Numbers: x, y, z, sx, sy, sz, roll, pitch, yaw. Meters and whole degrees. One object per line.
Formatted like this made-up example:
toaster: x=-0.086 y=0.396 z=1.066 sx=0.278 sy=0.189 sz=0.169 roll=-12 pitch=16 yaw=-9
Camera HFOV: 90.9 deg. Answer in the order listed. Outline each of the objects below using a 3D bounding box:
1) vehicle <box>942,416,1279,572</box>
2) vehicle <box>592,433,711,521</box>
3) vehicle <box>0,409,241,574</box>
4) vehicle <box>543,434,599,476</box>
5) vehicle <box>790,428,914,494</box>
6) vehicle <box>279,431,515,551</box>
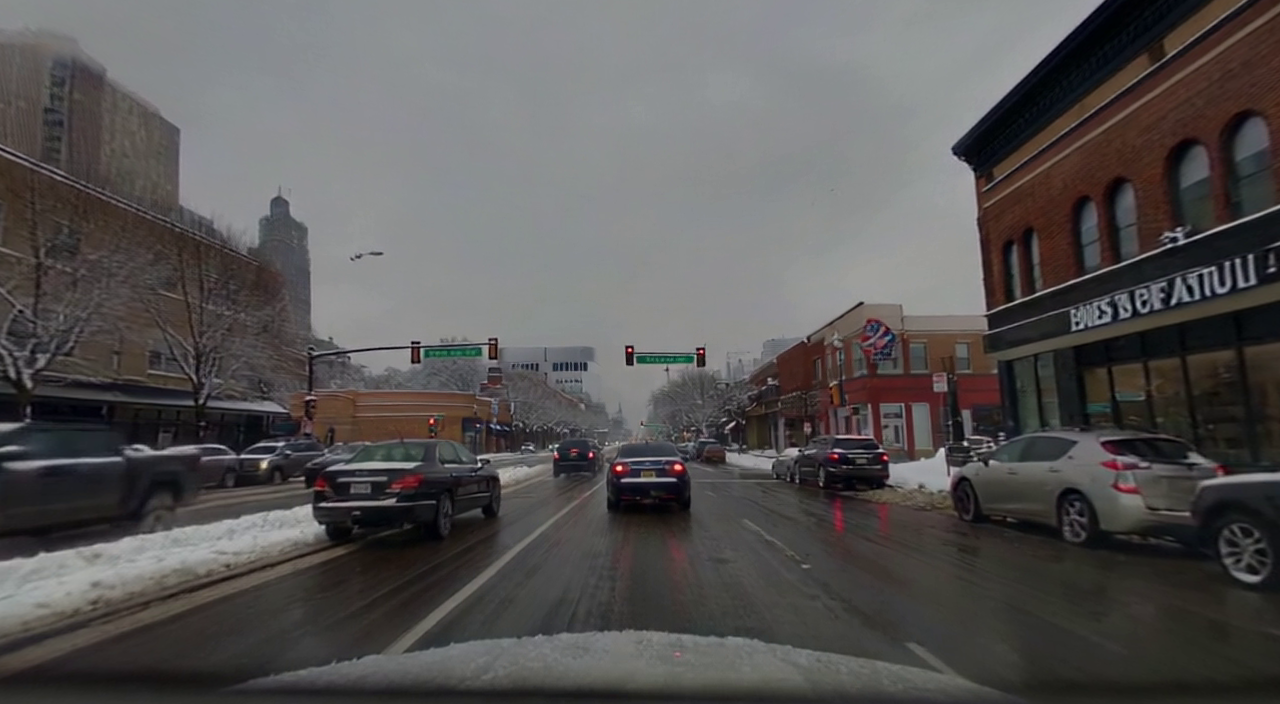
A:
vehicle: x=6.647 y=1.921 z=9.347 sx=1.986 sy=1.722 sz=4.516 roll=0 pitch=-9 yaw=-2
vehicle: x=0.171 y=2.456 z=12.935 sx=2.037 sy=1.484 sz=4.073 roll=0 pitch=-9 yaw=-1
vehicle: x=-7.686 y=1.691 z=8.108 sx=2.029 sy=1.700 sz=4.602 roll=0 pitch=-9 yaw=1
vehicle: x=-3.083 y=4.717 z=29.042 sx=2.007 sy=1.736 sz=4.185 roll=0 pitch=-9 yaw=1
vehicle: x=6.639 y=3.489 z=20.538 sx=2.289 sy=1.867 sz=5.322 roll=0 pitch=-9 yaw=1
vehicle: x=-3.425 y=2.039 z=9.949 sx=1.950 sy=1.450 sz=4.257 roll=0 pitch=-9 yaw=1
